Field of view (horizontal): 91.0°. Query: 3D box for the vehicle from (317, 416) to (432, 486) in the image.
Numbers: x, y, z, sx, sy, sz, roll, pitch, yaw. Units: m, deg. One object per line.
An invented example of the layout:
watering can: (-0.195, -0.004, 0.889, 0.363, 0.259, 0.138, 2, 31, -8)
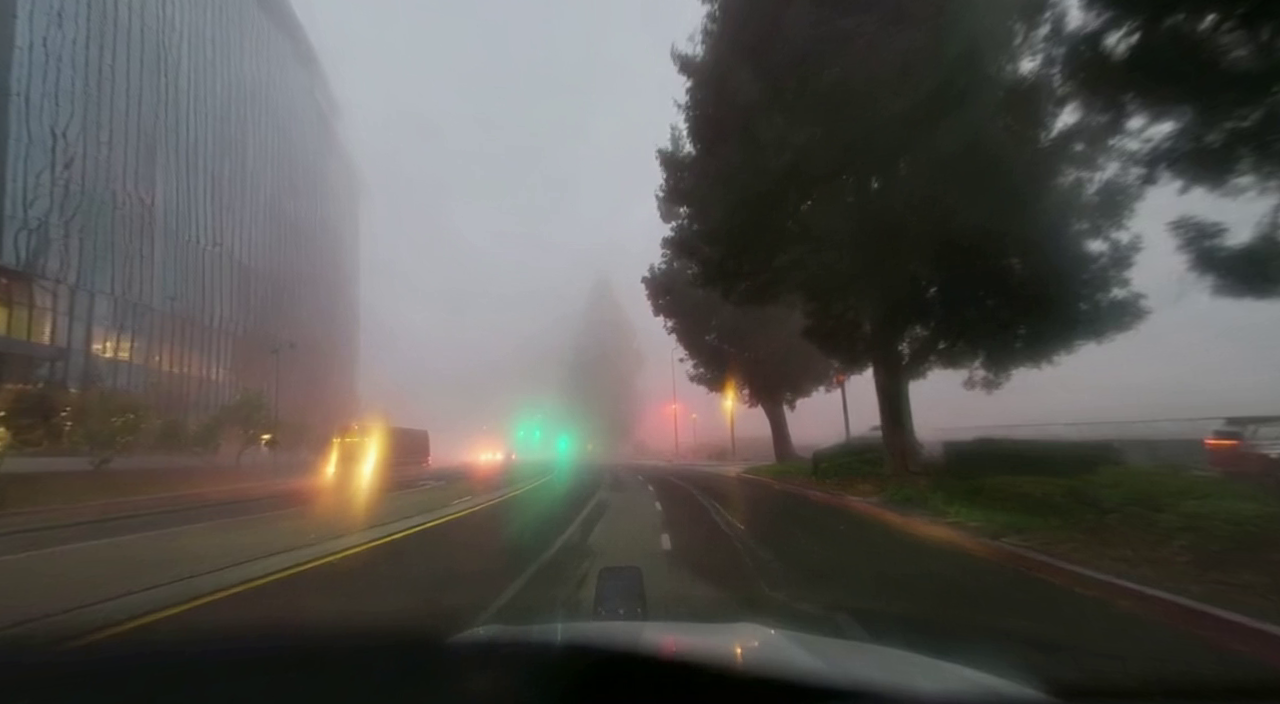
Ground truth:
vehicle: (-15.689, 6.012, 38.411, 3.052, 3.601, 10.794, 1, -9, -5)

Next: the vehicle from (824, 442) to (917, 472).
vehicle: (13.665, 6.243, 37.556, 4.728, 1.696, 1.973, 0, -8, 3)
